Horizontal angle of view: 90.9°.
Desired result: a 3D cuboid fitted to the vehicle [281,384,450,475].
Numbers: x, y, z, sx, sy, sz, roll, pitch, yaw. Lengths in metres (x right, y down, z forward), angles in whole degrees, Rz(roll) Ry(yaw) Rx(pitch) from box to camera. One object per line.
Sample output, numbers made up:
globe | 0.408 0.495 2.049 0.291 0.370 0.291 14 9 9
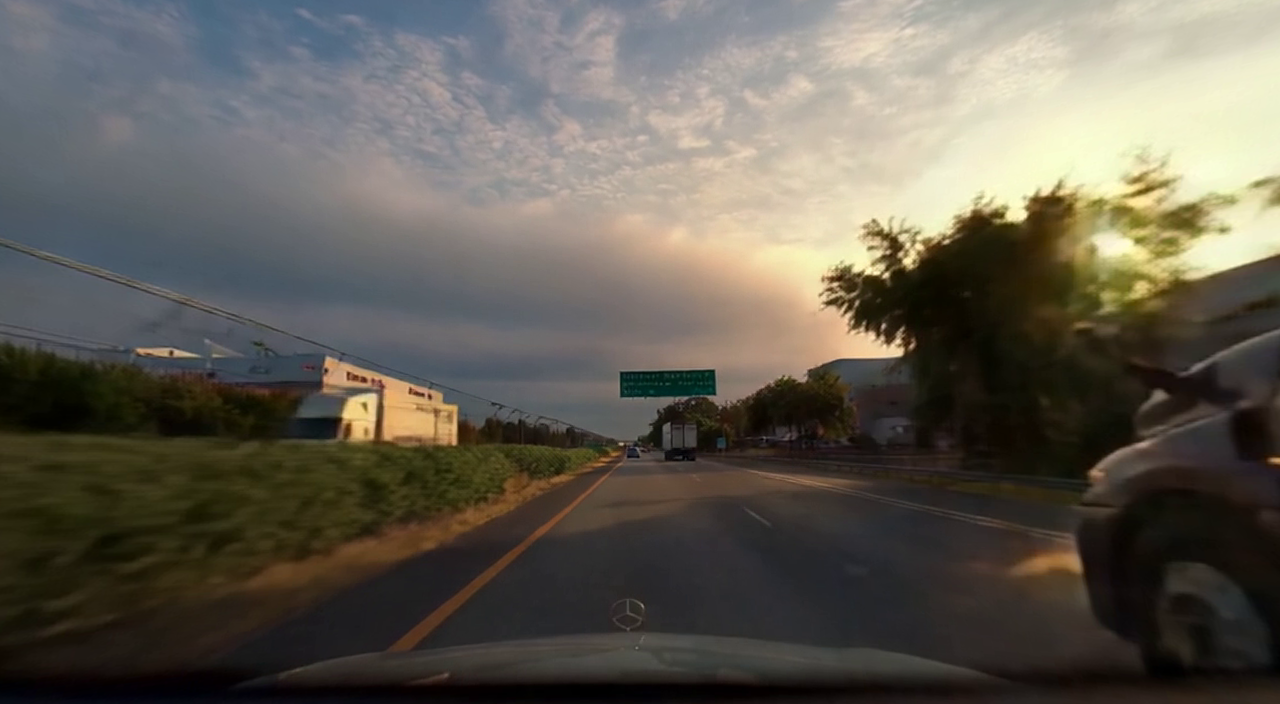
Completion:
vehicle | -12.754 3.999 31.234 3.045 3.619 12.191 0 -9 -1
